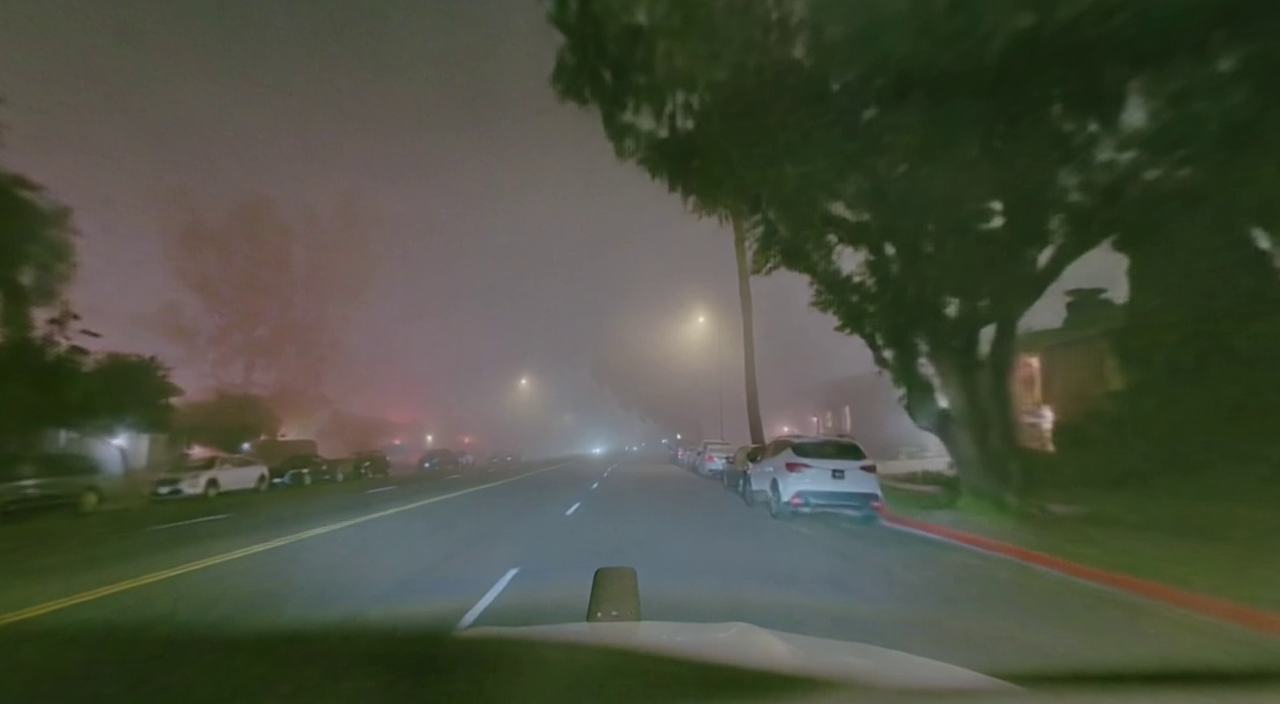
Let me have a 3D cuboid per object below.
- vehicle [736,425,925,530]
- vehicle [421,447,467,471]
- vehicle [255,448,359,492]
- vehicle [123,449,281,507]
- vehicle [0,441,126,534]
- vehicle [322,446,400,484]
[{"bbox_3d":[3.527,2.464,13.031,2.221,1.718,5.192,0,-9,-1],"label":"vehicle"},{"bbox_3d":[-13.960,7.642,45.268,1.970,1.525,4.420,0,-8,-2],"label":"vehicle"},{"bbox_3d":[-13.641,4.819,26.214,1.899,1.474,4.529,-1,-7,0],"label":"vehicle"},{"bbox_3d":[-13.631,3.904,20.073,1.921,1.498,4.460,0,-7,-1],"label":"vehicle"},{"bbox_3d":[-13.563,2.828,13.367,1.844,1.764,4.183,-1,-7,-1],"label":"vehicle"},{"bbox_3d":[-13.768,5.580,31.459,1.876,1.610,4.467,-1,-7,-1],"label":"vehicle"}]
